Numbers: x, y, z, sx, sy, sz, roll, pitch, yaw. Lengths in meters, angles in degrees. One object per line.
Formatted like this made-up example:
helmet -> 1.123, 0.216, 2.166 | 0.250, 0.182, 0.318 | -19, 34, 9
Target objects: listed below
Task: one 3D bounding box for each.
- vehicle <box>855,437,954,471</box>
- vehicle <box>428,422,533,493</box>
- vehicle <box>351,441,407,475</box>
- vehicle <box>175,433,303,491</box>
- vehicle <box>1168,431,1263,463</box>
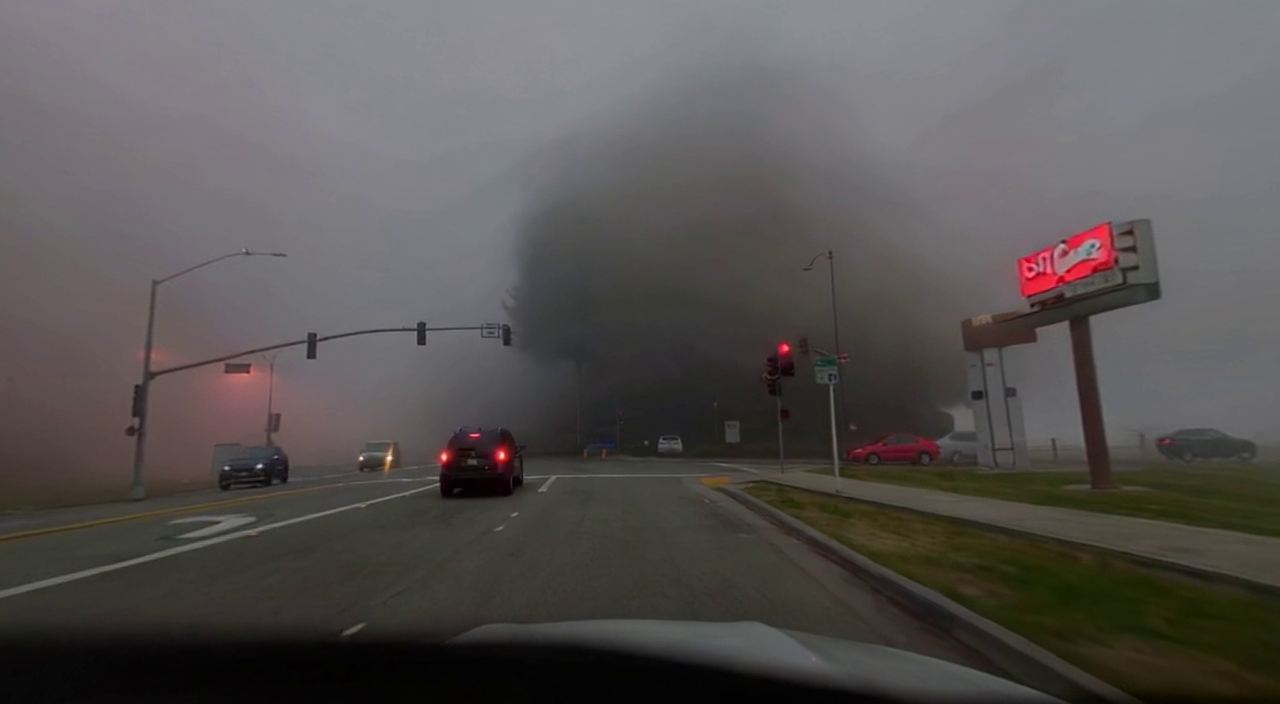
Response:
vehicle -> 14.777, 5.711, 35.565 | 4.857, 1.803, 2.147 | -3, -9, 20
vehicle -> -4.552, 3.108, 18.906 | 2.134, 1.799, 5.082 | 0, -9, -4
vehicle -> -14.898, 6.036, 36.327 | 2.433, 1.784, 4.681 | 2, -9, -17
vehicle -> -16.928, 4.660, 27.187 | 2.555, 2.199, 5.958 | 2, -9, -11
vehicle -> 36.564, 6.030, 40.178 | 4.439, 1.764, 2.259 | 5, -8, -13
